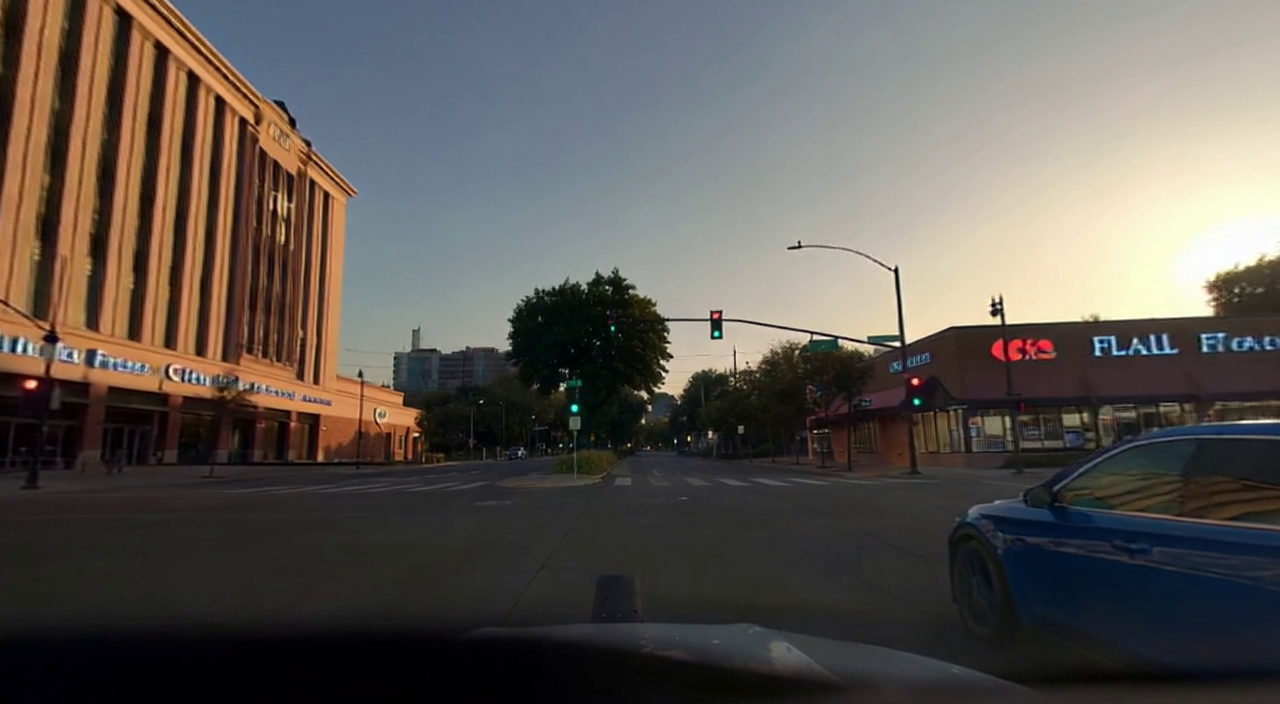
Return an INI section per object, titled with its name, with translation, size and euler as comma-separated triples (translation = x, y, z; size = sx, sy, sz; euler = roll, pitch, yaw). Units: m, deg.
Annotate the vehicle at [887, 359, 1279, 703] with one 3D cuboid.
[vehicle]
translation = 3.110, 0.956, 2.780
size = 2.015, 1.641, 4.995
euler = 0, -9, 0
